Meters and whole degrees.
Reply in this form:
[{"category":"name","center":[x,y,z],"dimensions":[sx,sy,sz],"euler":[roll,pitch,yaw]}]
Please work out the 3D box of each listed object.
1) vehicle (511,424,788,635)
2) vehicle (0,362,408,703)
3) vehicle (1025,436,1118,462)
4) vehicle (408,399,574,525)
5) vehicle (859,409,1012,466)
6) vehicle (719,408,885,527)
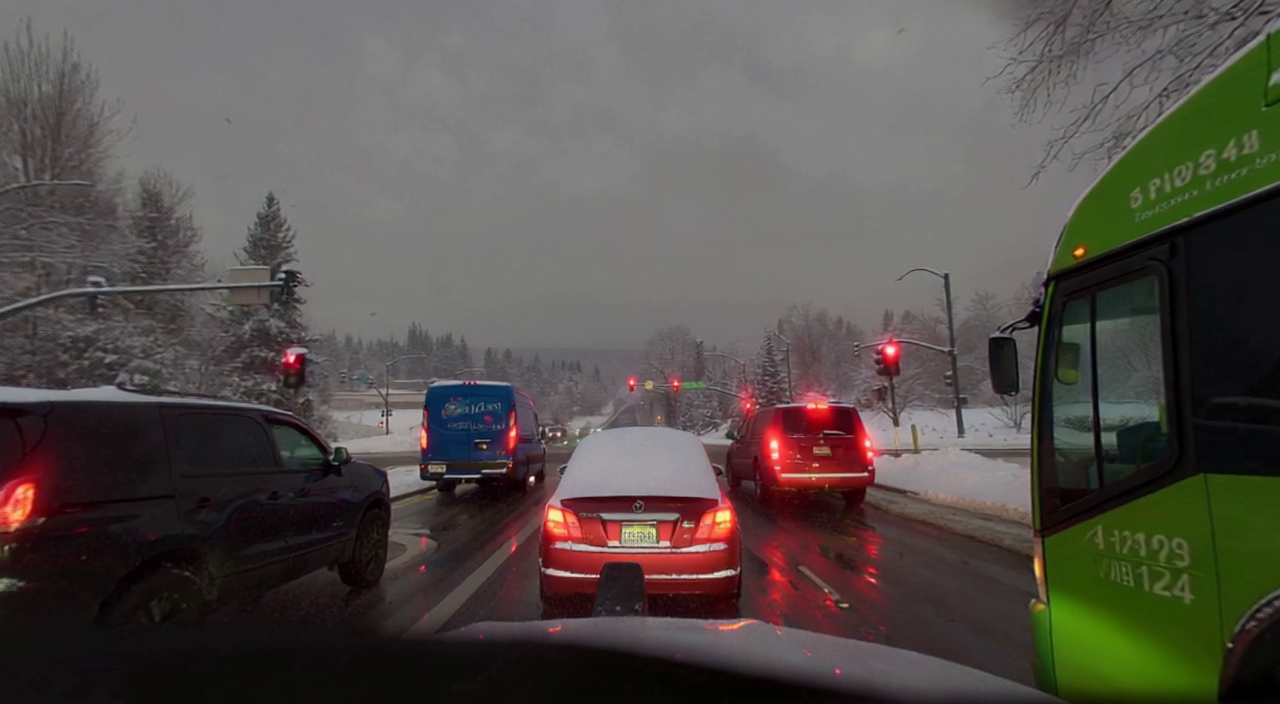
[{"category":"vehicle","center":[0.060,1.546,6.411],"dimensions":[1.976,1.485,3.624],"euler":[0,-8,0]},{"category":"vehicle","center":[-3.407,1.180,4.621],"dimensions":[1.921,1.701,3.989],"euler":[0,-8,-1]},{"category":"vehicle","center":[25.886,5.823,37.990],"dimensions":[4.229,1.489,1.794],"euler":[0,-8,-1]},{"category":"vehicle","center":[-2.941,2.351,13.951],"dimensions":[2.335,2.221,5.165],"euler":[0,-8,1]},{"category":"vehicle","center":[17.579,5.139,37.918],"dimensions":[7.839,3.213,2.628],"euler":[0,-8,-3]},{"category":"vehicle","center":[3.137,2.402,13.664],"dimensions":[2.143,2.036,5.367],"euler":[0,-8,0]}]
